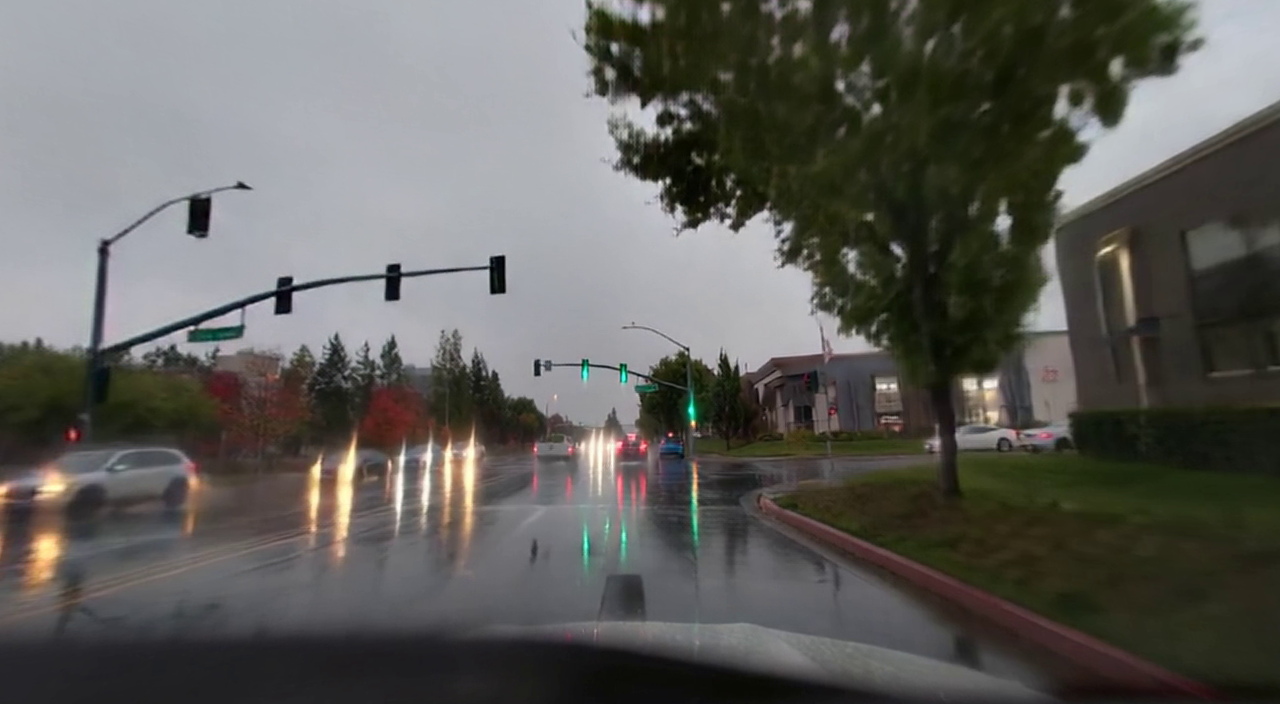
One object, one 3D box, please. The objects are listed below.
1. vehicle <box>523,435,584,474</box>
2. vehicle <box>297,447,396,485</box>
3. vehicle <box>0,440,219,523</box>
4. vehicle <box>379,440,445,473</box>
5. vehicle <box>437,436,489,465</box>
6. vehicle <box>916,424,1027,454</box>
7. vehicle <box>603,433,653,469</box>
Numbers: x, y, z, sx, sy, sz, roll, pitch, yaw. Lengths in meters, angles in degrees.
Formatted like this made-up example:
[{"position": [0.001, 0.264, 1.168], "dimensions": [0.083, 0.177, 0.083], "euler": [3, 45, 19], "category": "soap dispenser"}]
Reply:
[{"position": [-3.575, 4.319, 26.821], "dimensions": [1.921, 1.477, 4.083], "euler": [0, -8, 1], "category": "vehicle"}, {"position": [-12.587, 4.883, 27.469], "dimensions": [1.909, 1.462, 4.608], "euler": [-1, -8, 3], "category": "vehicle"}, {"position": [-13.190, 3.113, 15.827], "dimensions": [1.999, 1.755, 4.518], "euler": [-1, -8, 2], "category": "vehicle"}, {"position": [-12.602, 5.809, 35.261], "dimensions": [1.986, 1.712, 4.399], "euler": [0, -8, 1], "category": "vehicle"}, {"position": [-12.375, 6.919, 44.501], "dimensions": [2.260, 1.921, 4.902], "euler": [0, -8, 0], "category": "vehicle"}, {"position": [17.165, 4.538, 32.896], "dimensions": [4.517, 1.455, 2.233], "euler": [-1, -8, 3], "category": "vehicle"}, {"position": [-0.537, 4.468, 28.620], "dimensions": [2.085, 1.475, 3.976], "euler": [0, -8, -1], "category": "vehicle"}]
